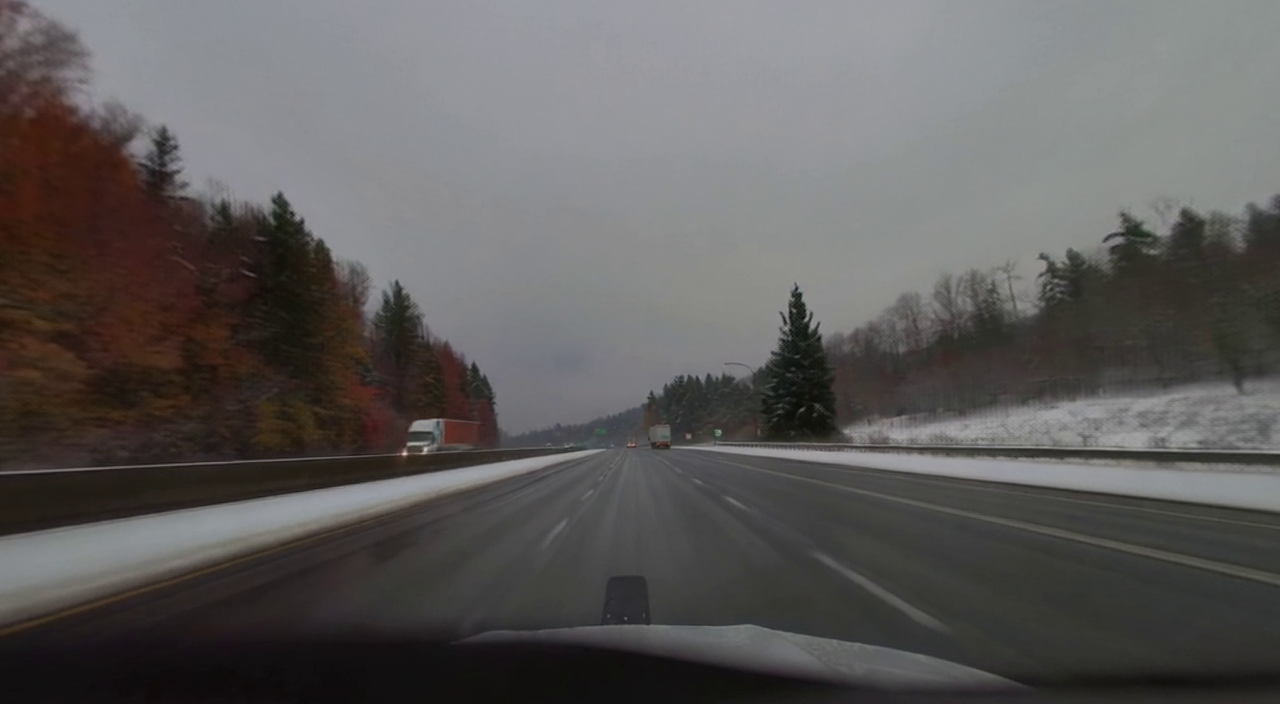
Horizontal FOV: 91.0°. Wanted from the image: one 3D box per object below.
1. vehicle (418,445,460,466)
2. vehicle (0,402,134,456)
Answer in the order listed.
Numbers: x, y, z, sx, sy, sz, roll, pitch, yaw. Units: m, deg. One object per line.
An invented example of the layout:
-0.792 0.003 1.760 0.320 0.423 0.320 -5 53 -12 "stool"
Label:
-15.382 7.943 48.382 1.757 1.521 4.154 0 -8 1 "vehicle"
-47.279 5.591 45.534 3.037 3.868 17.413 -3 -8 19 "vehicle"
